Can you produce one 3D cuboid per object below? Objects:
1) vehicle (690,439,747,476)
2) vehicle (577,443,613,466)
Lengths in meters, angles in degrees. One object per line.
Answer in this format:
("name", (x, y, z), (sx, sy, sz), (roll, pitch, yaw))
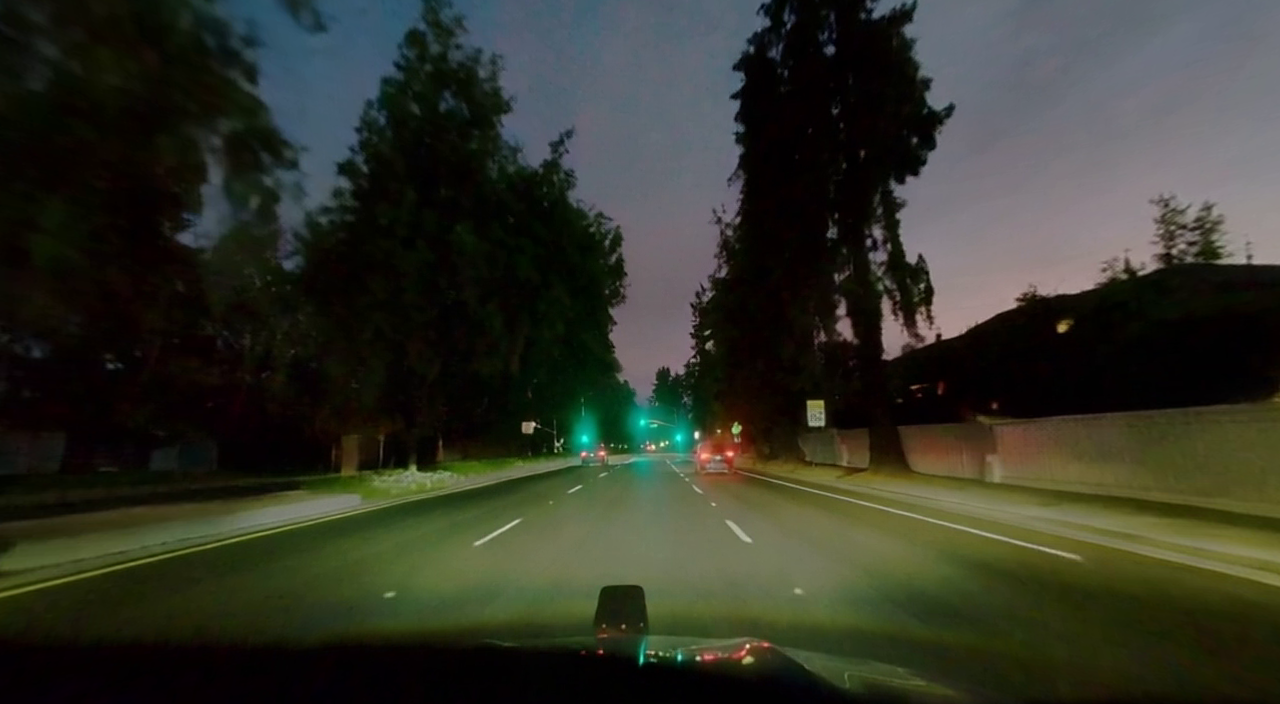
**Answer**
("vehicle", (3.453, 4.752, 28.584), (1.992, 1.511, 4.464), (0, -9, 0))
("vehicle", (-3.036, 7.050, 43.488), (2.011, 1.480, 4.517), (0, -9, 2))
